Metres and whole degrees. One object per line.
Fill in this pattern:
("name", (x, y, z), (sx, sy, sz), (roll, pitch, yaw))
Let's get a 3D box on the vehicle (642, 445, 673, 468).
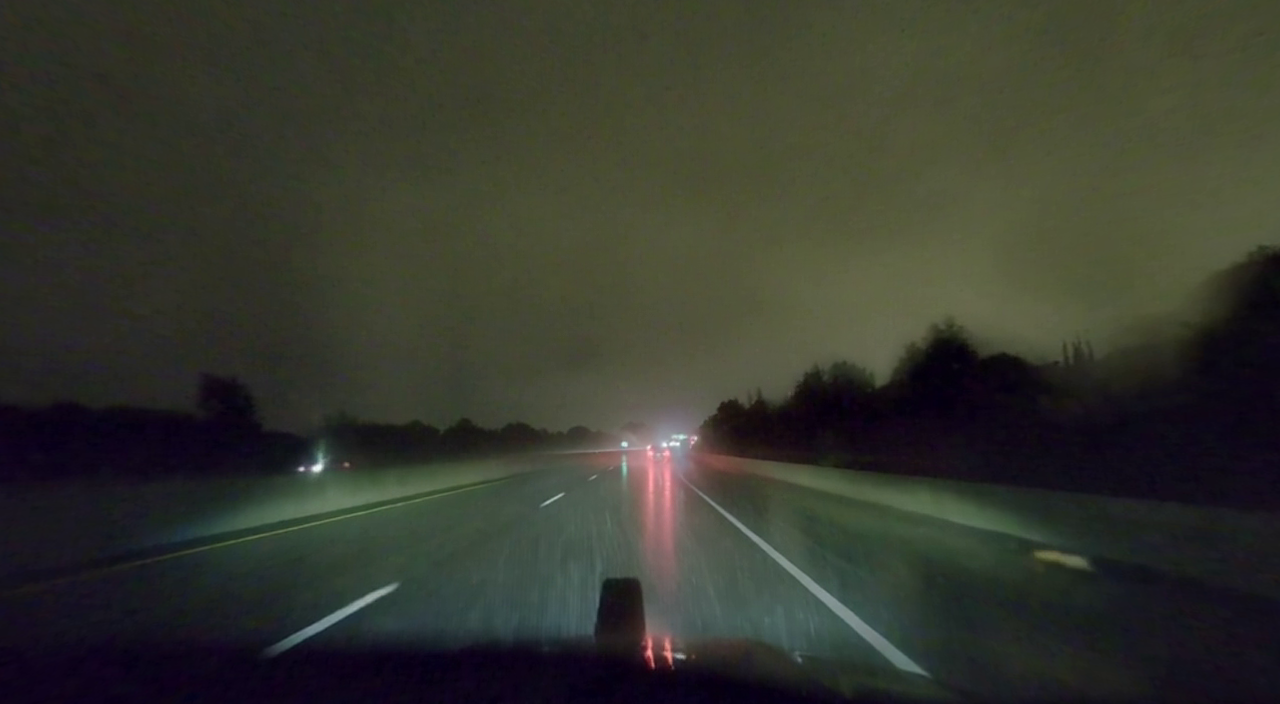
("vehicle", (1.309, 7.789, 47.037), (2.221, 1.603, 4.149), (0, -9, 2))
